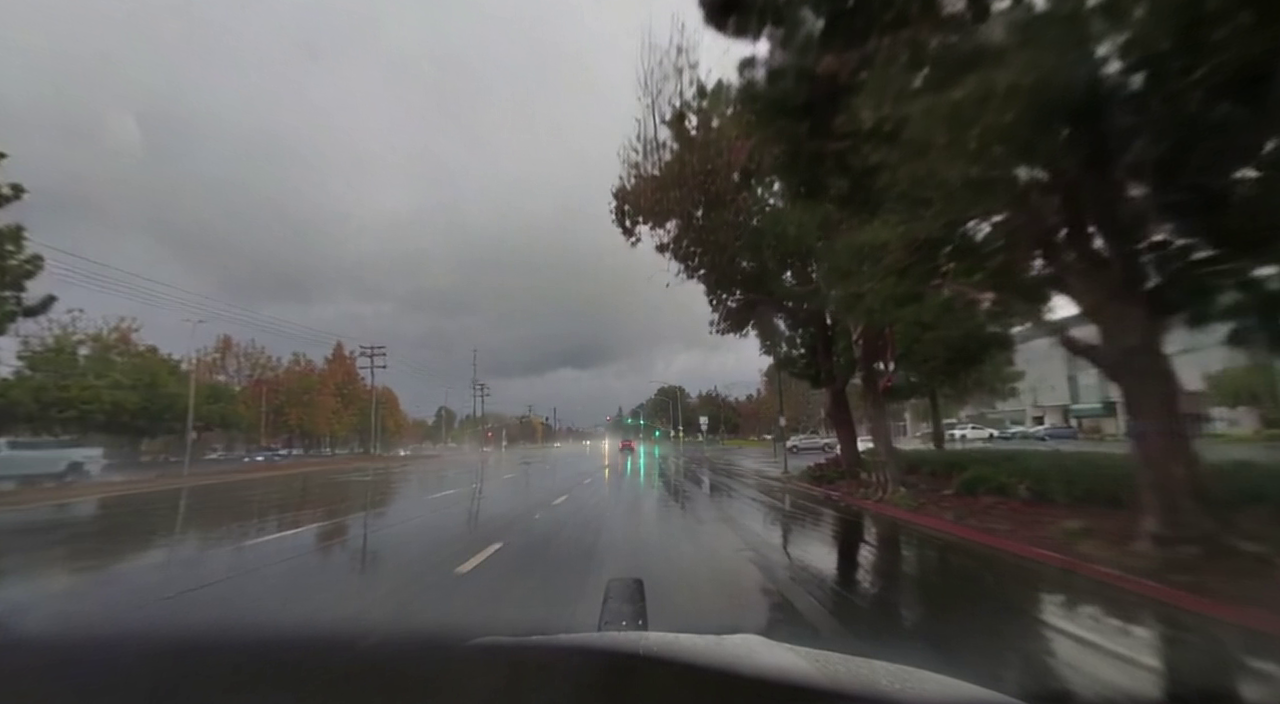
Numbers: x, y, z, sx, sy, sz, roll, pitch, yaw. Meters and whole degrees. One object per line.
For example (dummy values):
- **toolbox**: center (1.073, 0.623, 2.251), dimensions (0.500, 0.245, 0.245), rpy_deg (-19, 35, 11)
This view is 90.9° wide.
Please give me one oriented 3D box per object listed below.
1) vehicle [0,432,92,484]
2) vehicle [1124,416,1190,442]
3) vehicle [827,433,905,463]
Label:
- **vehicle**: center (-32.262, 5.366, 32.180), dimensions (2.514, 2.485, 6.584), rpy_deg (0, -8, 1)
- **vehicle**: center (38.069, 5.715, 46.372), dimensions (4.699, 1.764, 2.200), rpy_deg (5, -10, -32)
- **vehicle**: center (14.839, 6.320, 41.549), dimensions (4.388, 1.446, 1.808), rpy_deg (-6, -7, 1)
